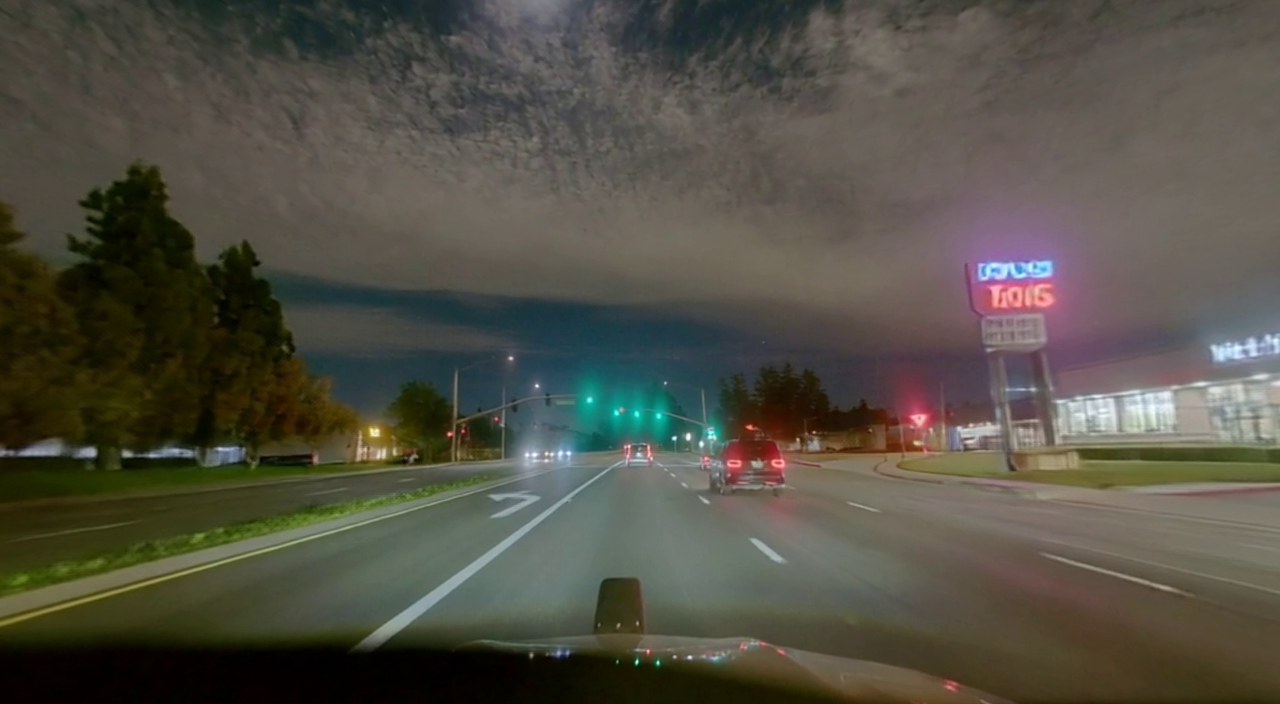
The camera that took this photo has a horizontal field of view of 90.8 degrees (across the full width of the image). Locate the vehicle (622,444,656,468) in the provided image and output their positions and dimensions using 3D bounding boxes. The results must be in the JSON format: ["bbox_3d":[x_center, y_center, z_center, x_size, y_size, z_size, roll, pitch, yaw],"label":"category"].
[{"bbox_3d":[-0.074,6.837,41.716,2.135,1.468,4.076,0,-8,0],"label":"vehicle"}]

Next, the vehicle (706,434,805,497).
[{"bbox_3d":[3.291,3.348,18.979,2.022,1.643,4.326,0,-8,-2],"label":"vehicle"}]
